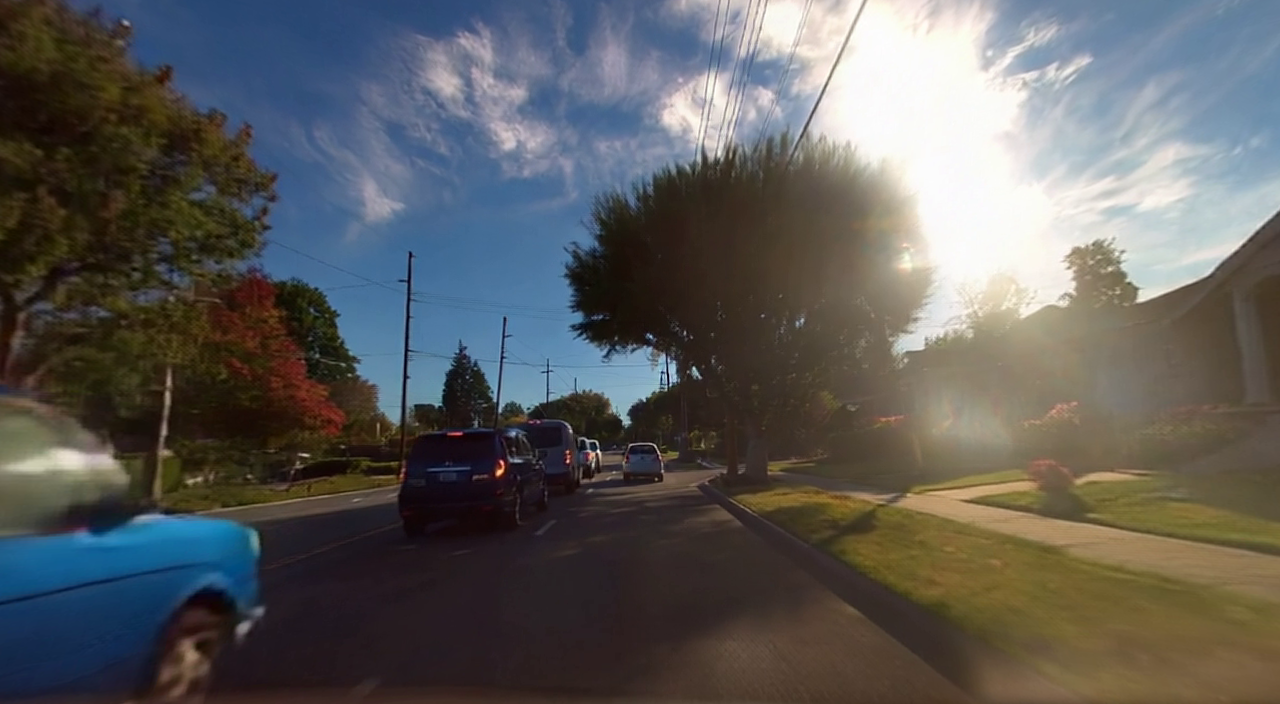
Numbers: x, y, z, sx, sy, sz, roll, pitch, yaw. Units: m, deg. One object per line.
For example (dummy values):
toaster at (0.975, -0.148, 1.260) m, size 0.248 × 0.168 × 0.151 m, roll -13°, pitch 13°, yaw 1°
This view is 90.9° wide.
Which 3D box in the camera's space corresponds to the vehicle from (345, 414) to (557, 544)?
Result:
vehicle at (-2.804, 2.016, 10.590) m, size 2.105 × 1.709 × 4.251 m, roll 0°, pitch -9°, yaw 2°

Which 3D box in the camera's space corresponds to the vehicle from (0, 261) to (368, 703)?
vehicle at (-2.646, 0.638, 1.317) m, size 2.157 × 1.765 × 4.303 m, roll 0°, pitch -9°, yaw 1°

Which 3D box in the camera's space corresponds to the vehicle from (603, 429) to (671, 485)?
vehicle at (-0.088, 3.587, 21.695) m, size 2.120 × 1.718 × 3.909 m, roll 0°, pitch -9°, yaw 0°
